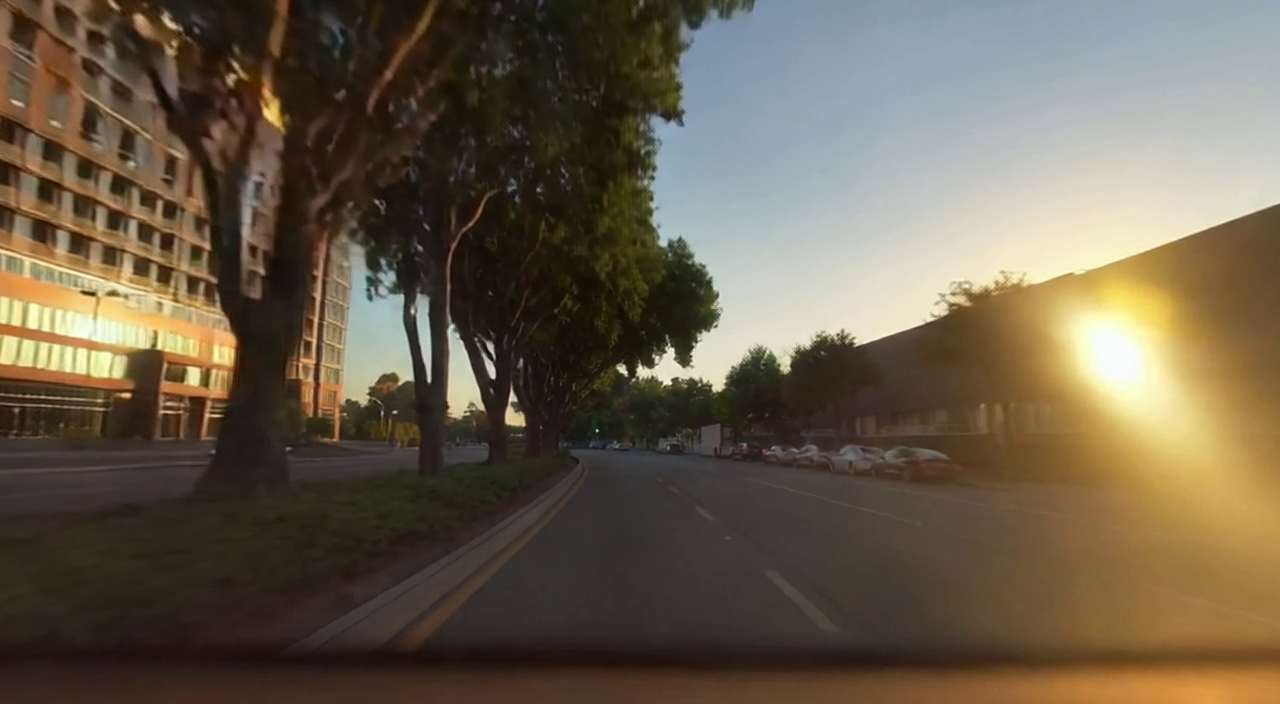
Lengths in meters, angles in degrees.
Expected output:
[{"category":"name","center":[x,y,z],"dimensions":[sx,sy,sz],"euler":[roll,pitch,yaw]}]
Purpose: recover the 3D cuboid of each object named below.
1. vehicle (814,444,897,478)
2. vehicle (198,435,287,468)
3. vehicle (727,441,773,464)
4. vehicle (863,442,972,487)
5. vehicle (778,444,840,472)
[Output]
[{"category":"vehicle","center":[10.119,5.163,30.129],"dimensions":[1.838,1.466,4.704],"euler":[1,-9,-6]},{"category":"vehicle","center":[-19.643,4.901,31.432],"dimensions":[1.938,1.524,4.107],"euler":[1,-8,-4]},{"category":"vehicle","center":[8.462,7.829,49.261],"dimensions":[2.050,1.699,5.584],"euler":[1,-9,-6]},{"category":"vehicle","center":[10.366,4.205,23.996],"dimensions":[1.907,1.524,4.381],"euler":[0,-9,-4]},{"category":"vehicle","center":[9.582,6.043,36.162],"dimensions":[1.895,1.467,4.885],"euler":[0,-9,-4]}]
